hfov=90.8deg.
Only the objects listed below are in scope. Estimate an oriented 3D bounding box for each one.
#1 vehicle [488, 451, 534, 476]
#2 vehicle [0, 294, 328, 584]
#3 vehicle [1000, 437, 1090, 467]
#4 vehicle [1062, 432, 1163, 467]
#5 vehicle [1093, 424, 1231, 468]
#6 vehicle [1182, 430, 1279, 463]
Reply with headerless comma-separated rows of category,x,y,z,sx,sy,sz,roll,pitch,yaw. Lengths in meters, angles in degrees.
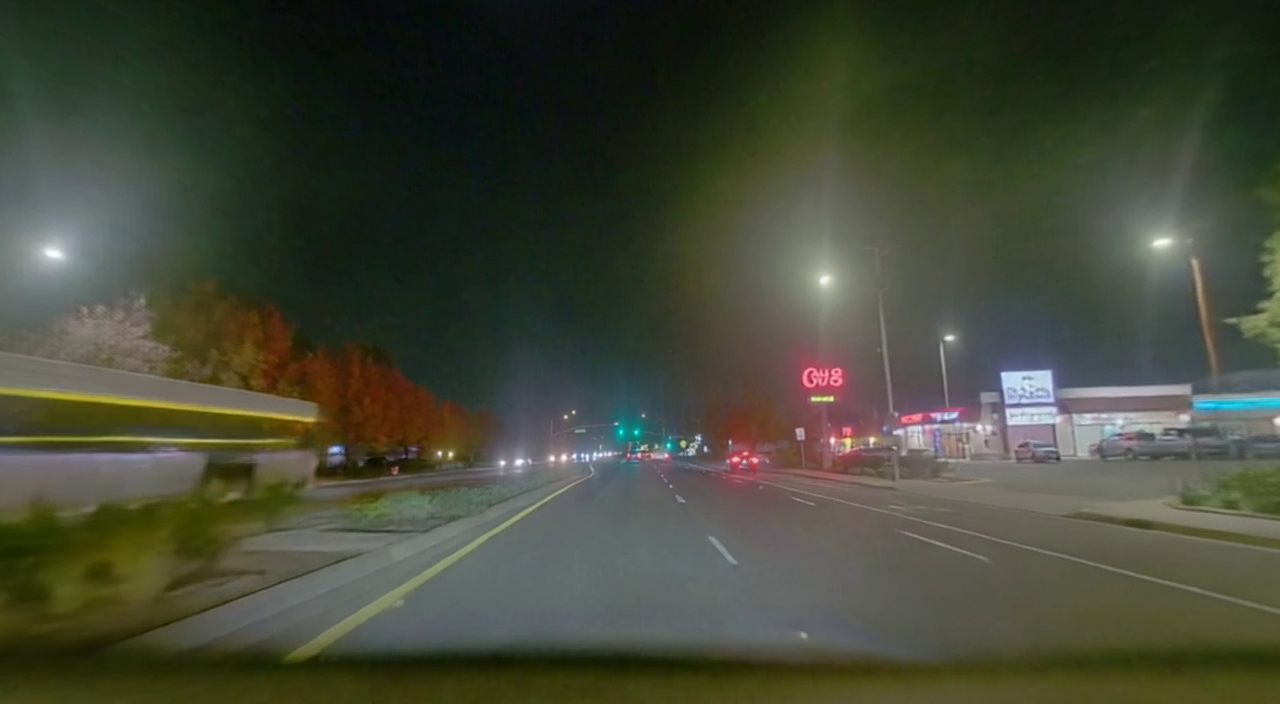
vehicle,-8.692,7.556,42.993,2.043,1.536,4.682,0,-9,1
vehicle,-8.686,1.150,8.173,3.241,3.133,12.822,1,-9,-2
vehicle,23.066,5.763,36.206,2.113,1.582,4.559,0,-9,0
vehicle,25.530,5.294,34.357,2.012,1.772,4.458,0,-9,0
vehicle,28.568,5.172,34.975,2.346,2.093,6.071,-2,-8,-1
vehicle,34.338,5.446,36.199,2.220,1.723,4.883,0,-9,1
